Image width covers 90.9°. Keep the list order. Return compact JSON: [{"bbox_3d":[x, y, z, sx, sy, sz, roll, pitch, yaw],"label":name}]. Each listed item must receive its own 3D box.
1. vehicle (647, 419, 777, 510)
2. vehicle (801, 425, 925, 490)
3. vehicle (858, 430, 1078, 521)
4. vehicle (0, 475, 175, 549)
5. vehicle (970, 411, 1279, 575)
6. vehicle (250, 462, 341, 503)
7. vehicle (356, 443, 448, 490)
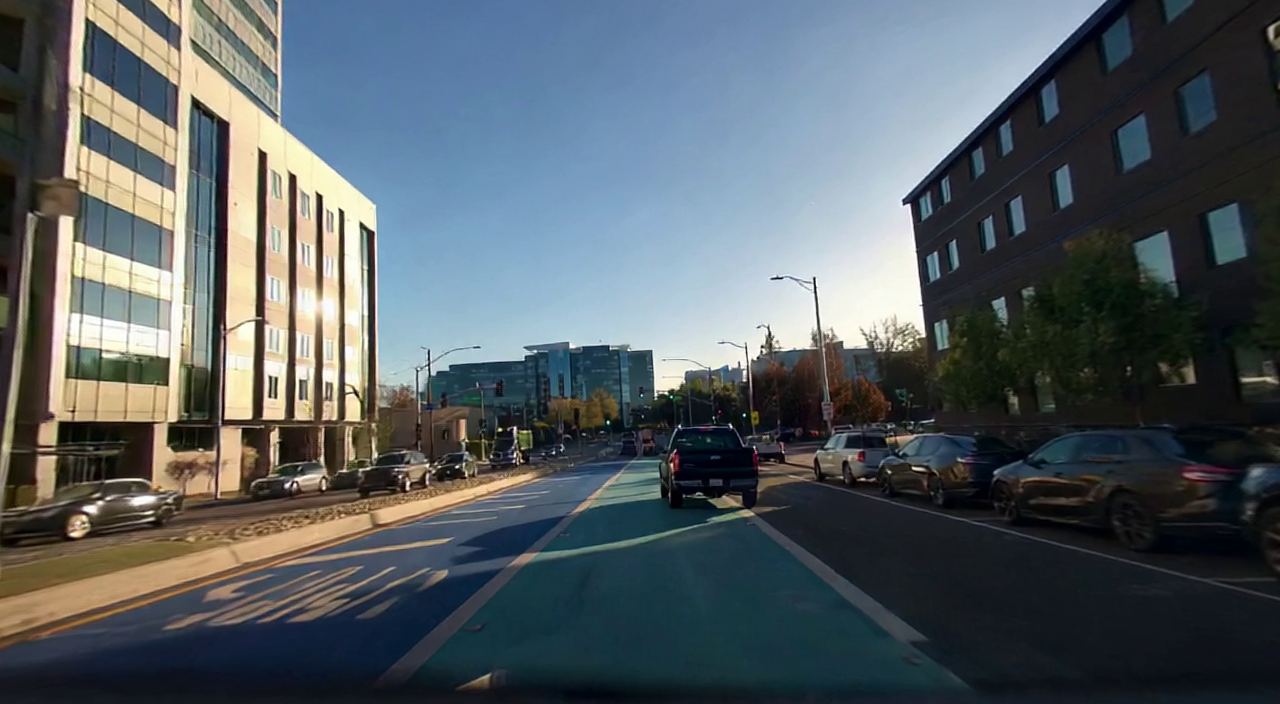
[{"bbox_3d":[1.444,2.541,14.603,2.283,1.773,4.255,0,-9,-3],"label":"vehicle"},{"bbox_3d":[6.908,3.351,20.336,2.088,1.761,5.697,0,-9,2],"label":"vehicle"},{"bbox_3d":[6.540,2.525,13.456,2.106,1.550,5.046,0,-9,2],"label":"vehicle"},{"bbox_3d":[-16.325,4.459,18.204,1.933,1.590,4.980,0,-9,1],"label":"vehicle"},{"bbox_3d":[6.688,1.746,8.591,1.927,1.631,4.417,0,-9,-1],"label":"vehicle"},{"bbox_3d":[-16.465,6.220,30.438,1.942,1.691,4.281,0,-9,0],"label":"vehicle"},{"bbox_3d":[-9.910,4.774,26.702,2.072,1.806,4.736,0,-9,-1],"label":"vehicle"}]
